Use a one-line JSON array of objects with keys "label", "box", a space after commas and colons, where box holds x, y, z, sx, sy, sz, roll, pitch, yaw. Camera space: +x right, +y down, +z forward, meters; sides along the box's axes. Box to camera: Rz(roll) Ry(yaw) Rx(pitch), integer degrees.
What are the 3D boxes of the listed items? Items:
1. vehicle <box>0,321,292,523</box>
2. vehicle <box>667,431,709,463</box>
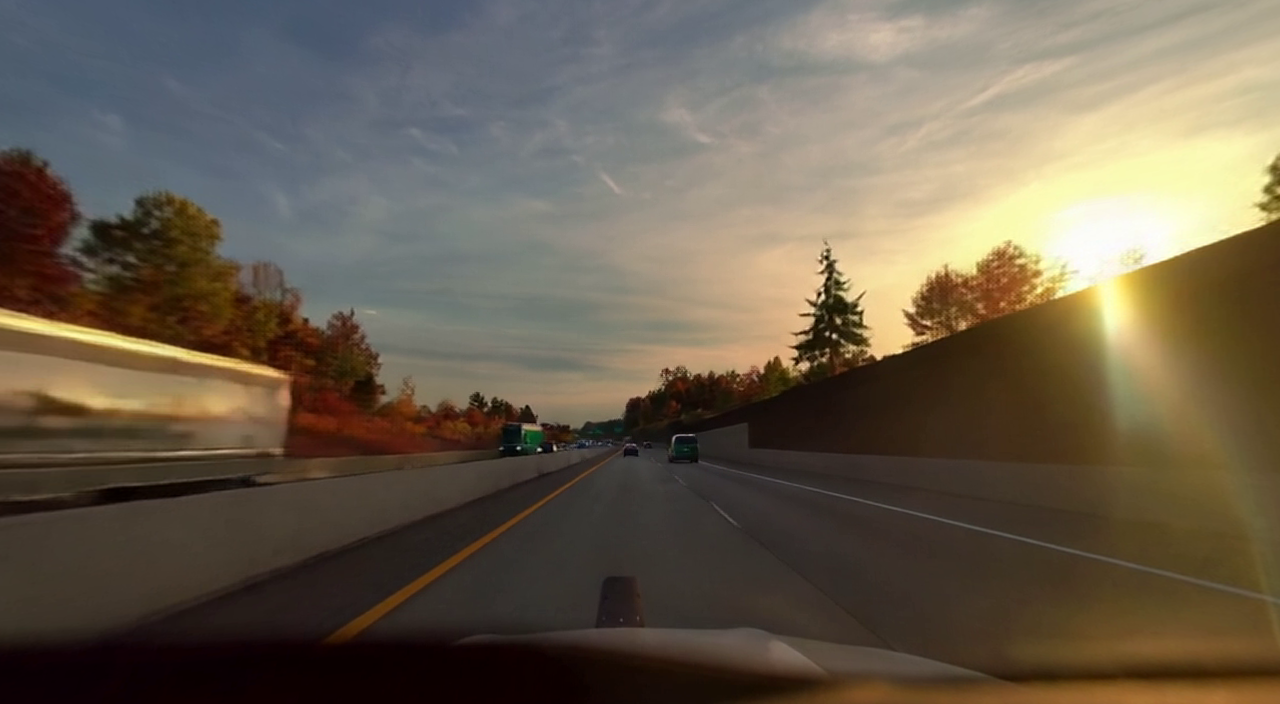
[{"label": "vehicle", "box": [-12.448, 1.833, 15.674, 2.851, 3.723, 8.024, 0, -8, 0]}, {"label": "vehicle", "box": [3.247, 6.595, 43.722, 2.393, 2.072, 4.958, 0, -8, -2]}]
